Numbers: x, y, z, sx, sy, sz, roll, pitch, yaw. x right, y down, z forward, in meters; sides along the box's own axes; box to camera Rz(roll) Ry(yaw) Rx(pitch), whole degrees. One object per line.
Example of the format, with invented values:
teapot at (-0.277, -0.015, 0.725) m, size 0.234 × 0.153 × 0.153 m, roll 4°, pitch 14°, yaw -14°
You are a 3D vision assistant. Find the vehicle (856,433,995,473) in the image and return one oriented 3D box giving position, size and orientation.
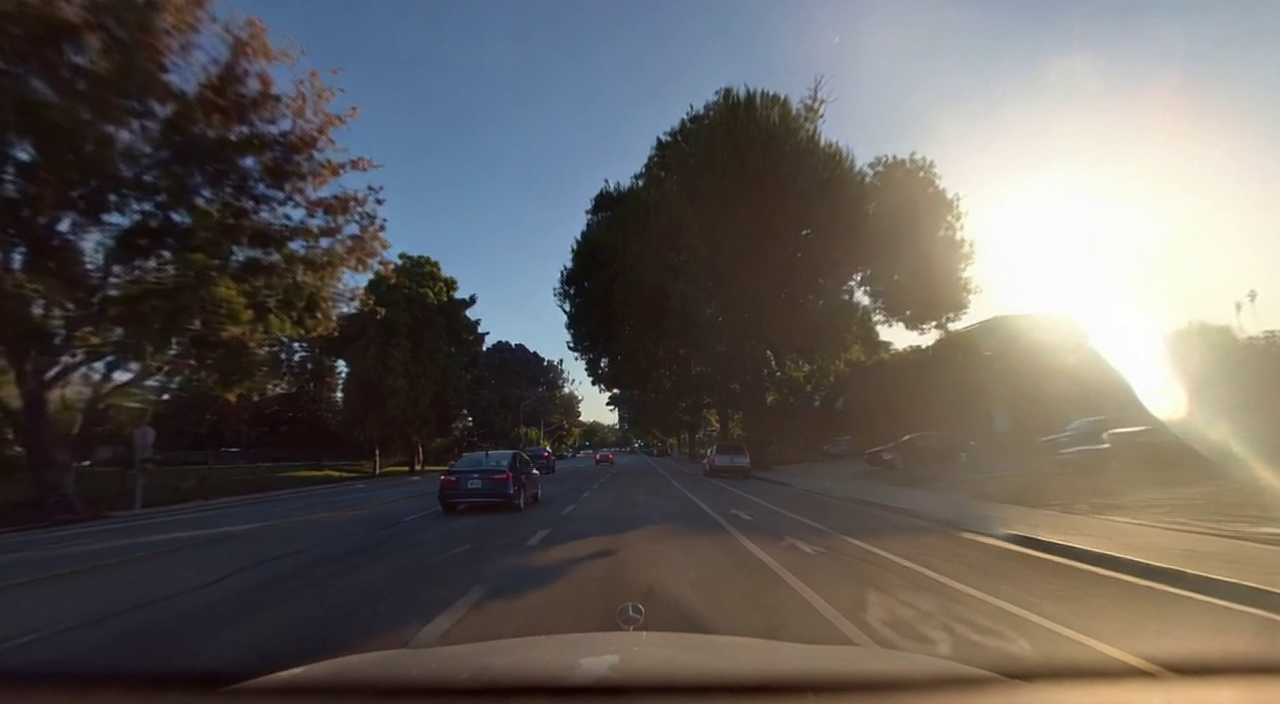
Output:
vehicle at (11.718, 4.173, 26.139) m, size 4.766 × 1.585 × 2.020 m, roll 0°, pitch -9°, yaw -3°

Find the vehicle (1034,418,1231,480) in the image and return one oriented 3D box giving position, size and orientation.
vehicle at (14.216, 2.813, 18.389) m, size 3.965 × 1.543 × 2.021 m, roll -2°, pitch -9°, yaw 0°

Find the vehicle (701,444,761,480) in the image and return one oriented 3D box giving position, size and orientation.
vehicle at (4.335, 5.321, 30.855) m, size 2.107 × 1.620 × 4.793 m, roll 0°, pitch -9°, yaw -2°

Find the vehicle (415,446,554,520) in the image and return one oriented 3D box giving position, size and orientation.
vehicle at (-3.427, 2.961, 14.866) m, size 2.099 × 1.470 × 4.302 m, roll 0°, pitch -9°, yaw 1°
